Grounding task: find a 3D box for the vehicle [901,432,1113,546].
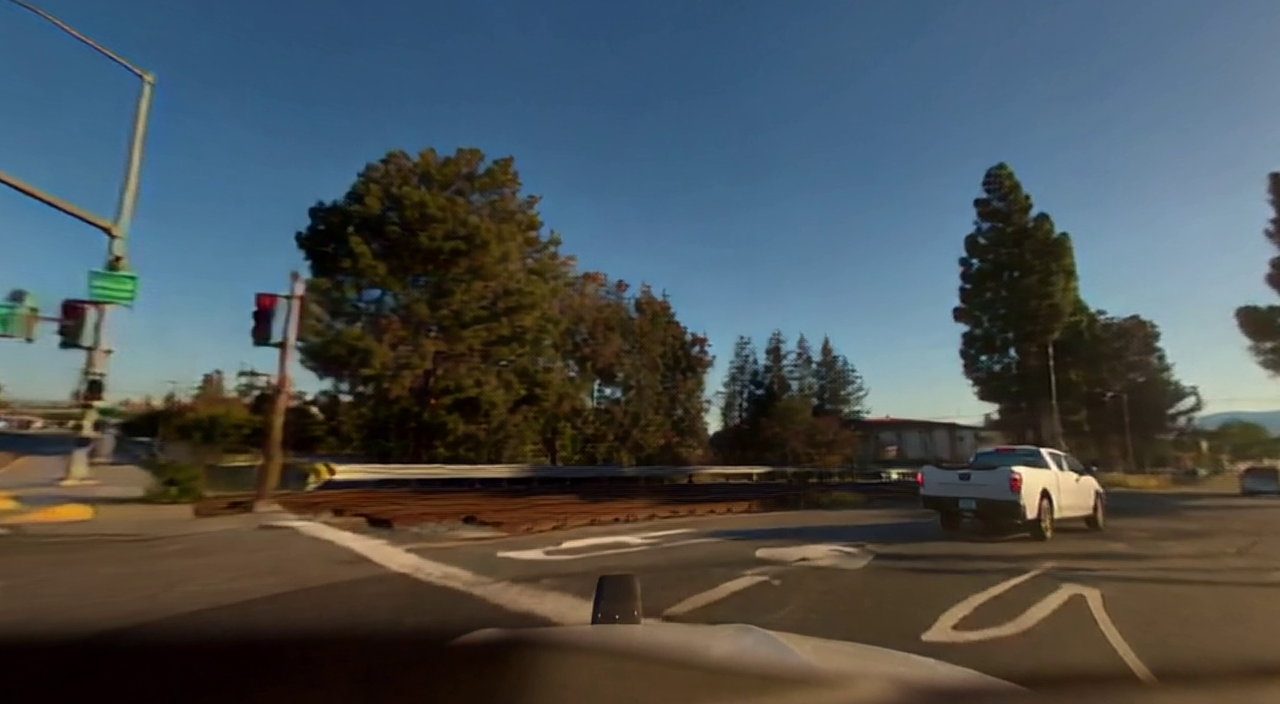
[{"bbox_3d":[8.002,2.760,13.533,5.251,1.926,2.404,8,-12,-43],"label":"vehicle"}]
